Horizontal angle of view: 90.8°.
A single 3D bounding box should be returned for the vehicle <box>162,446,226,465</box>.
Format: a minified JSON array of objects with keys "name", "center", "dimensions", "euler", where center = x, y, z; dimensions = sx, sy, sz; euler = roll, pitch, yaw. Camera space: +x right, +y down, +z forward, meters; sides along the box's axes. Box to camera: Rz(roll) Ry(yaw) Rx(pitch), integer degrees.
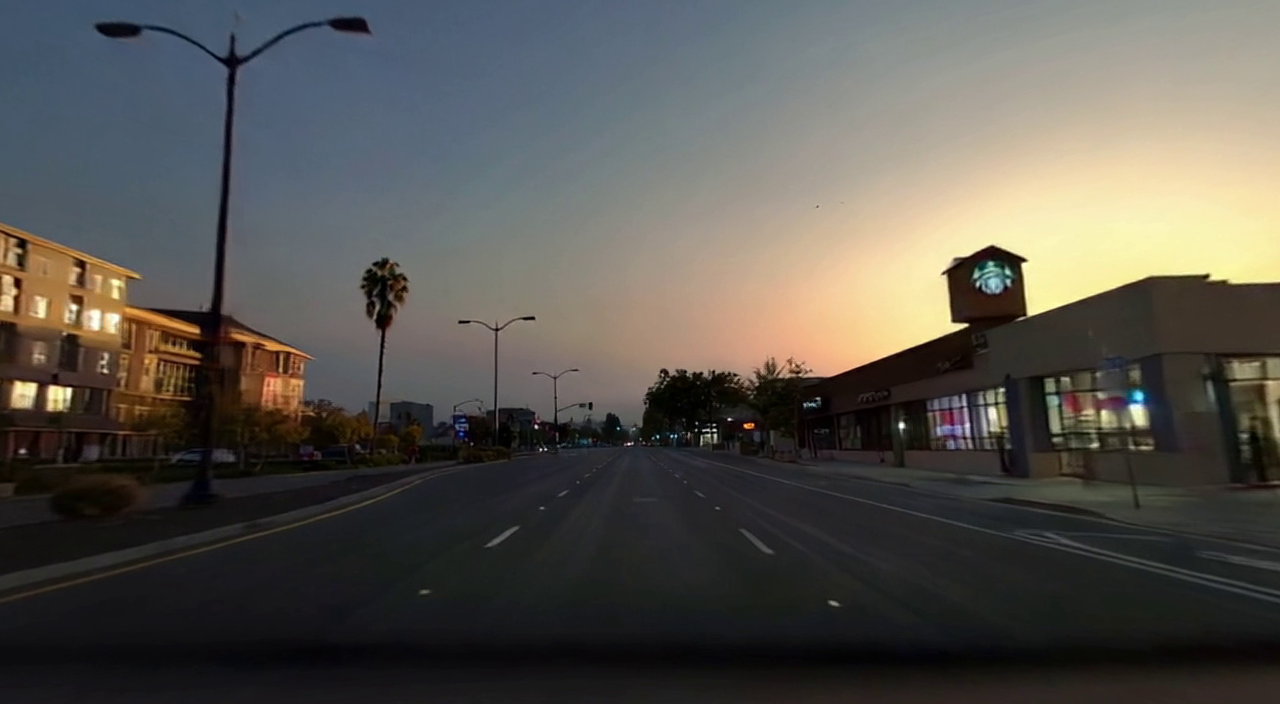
[{"name":"vehicle","center":[-34.761,8.047,49.284],"dimensions":[3.557,1.432,1.774],"euler":[0,-8,-1]}]
